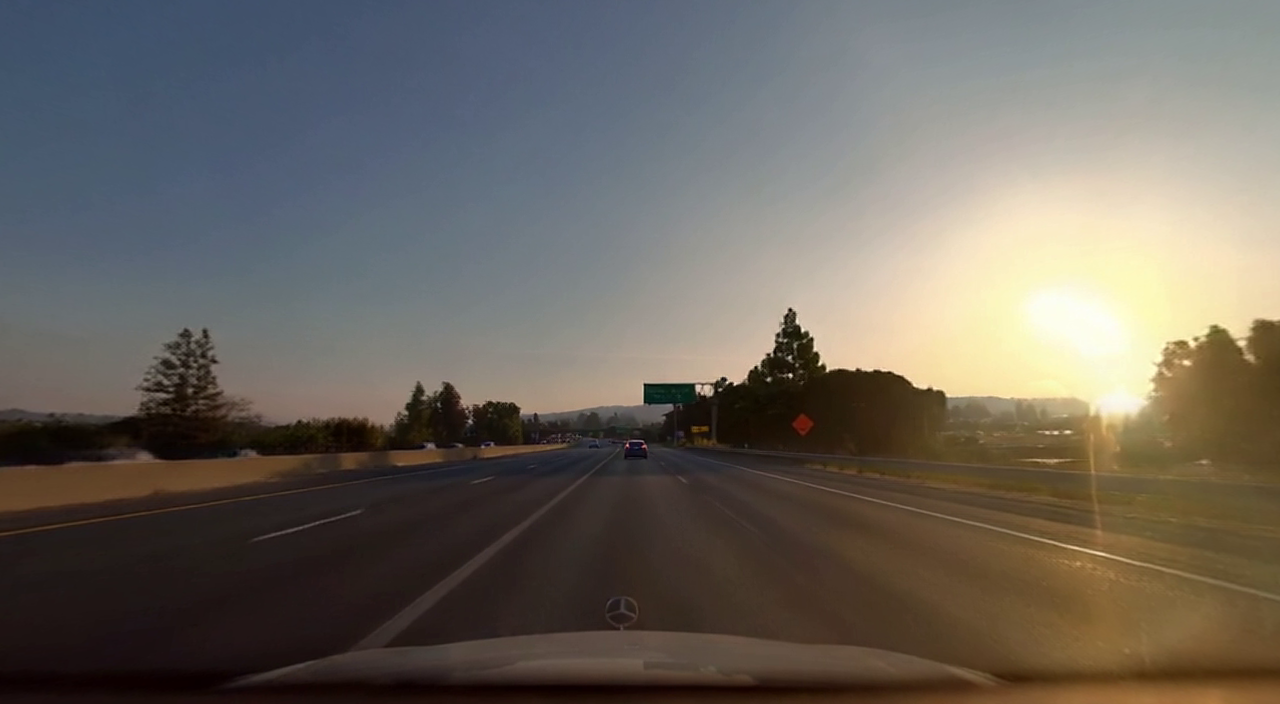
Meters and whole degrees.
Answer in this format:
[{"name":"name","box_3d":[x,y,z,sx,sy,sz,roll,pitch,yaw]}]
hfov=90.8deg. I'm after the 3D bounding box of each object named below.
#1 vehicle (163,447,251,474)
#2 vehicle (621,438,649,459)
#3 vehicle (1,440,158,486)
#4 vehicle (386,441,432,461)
[{"name":"vehicle","box_3d":[-25.368,6.356,37.263,1.870,1.484,4.703,0,-8,0]},{"name":"vehicle","box_3d":[-0.364,7.165,47.028,2.025,1.460,4.189,0,-8,0]},{"name":"vehicle","box_3d":[-21.599,4.269,24.668,1.947,1.606,4.533,0,-8,-1]},{"name":"vehicle","box_3d":[-17.875,7.689,49.153,1.974,1.513,4.348,0,-9,0]}]
